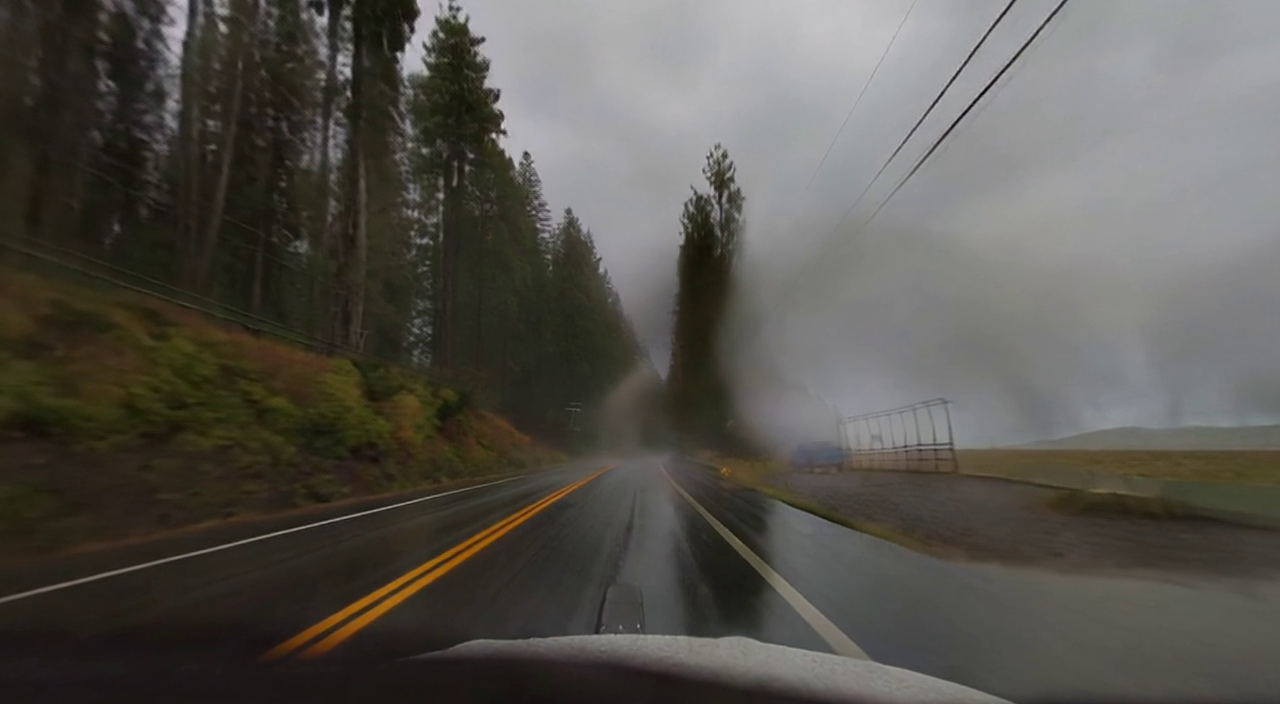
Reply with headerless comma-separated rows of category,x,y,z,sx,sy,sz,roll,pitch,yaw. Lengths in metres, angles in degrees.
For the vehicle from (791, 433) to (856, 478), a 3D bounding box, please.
vehicle,12.304,6.953,42.924,2.986,2.613,6.442,-5,-8,7
